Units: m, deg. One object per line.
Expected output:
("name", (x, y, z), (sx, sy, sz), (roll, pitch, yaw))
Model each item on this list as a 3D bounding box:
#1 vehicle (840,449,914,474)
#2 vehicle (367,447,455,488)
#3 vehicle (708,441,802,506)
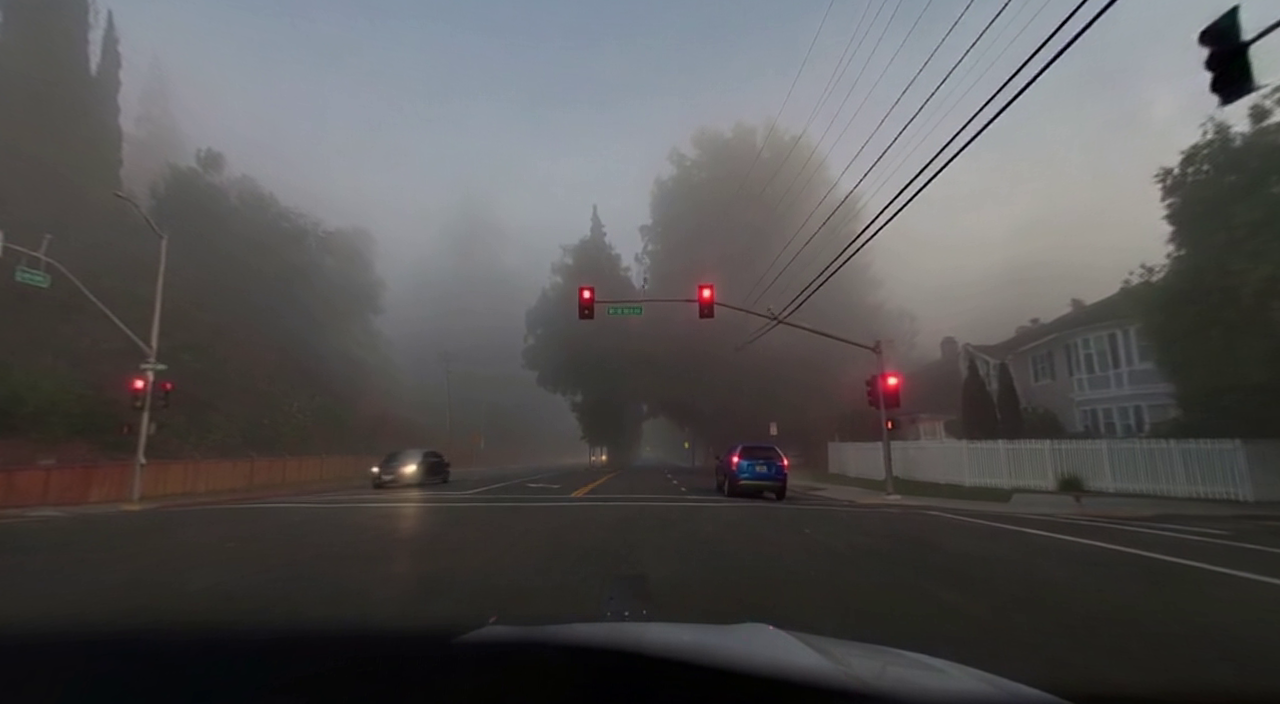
("vehicle", (15.541, 7.196, 41.487), (4.135, 1.558, 1.929), (0, -8, 3))
("vehicle", (-10.191, 5.157, 28.487), (2.241, 1.620, 4.511), (-2, -9, 1))
("vehicle", (3.576, 3.867, 20.655), (2.144, 1.843, 4.827), (0, -9, 0))
